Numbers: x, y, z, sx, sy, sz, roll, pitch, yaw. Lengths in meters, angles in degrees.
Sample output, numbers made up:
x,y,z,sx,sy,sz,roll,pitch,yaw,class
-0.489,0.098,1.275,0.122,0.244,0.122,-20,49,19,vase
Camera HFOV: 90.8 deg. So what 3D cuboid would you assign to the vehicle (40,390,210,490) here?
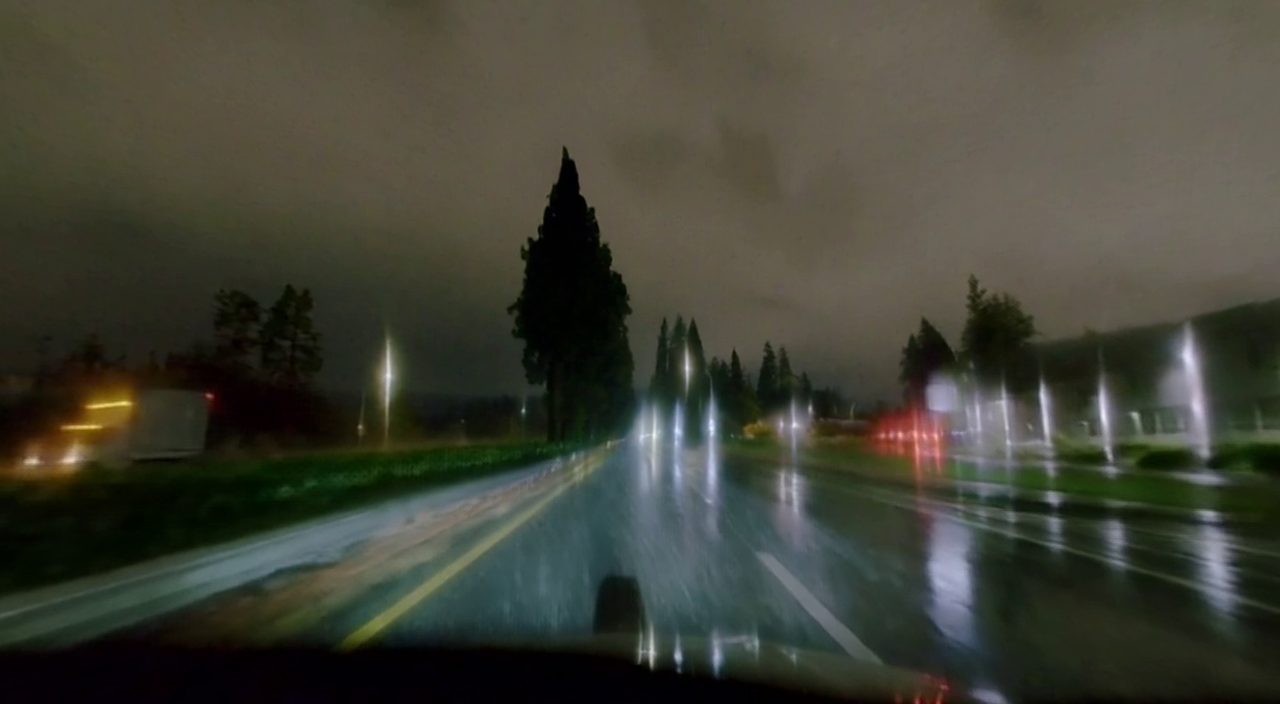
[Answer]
x,y,z,sx,sy,sz,roll,pitch,yaw,class
-17.388,2.981,21.687,2.575,2.950,4.003,-3,-7,-3,vehicle
